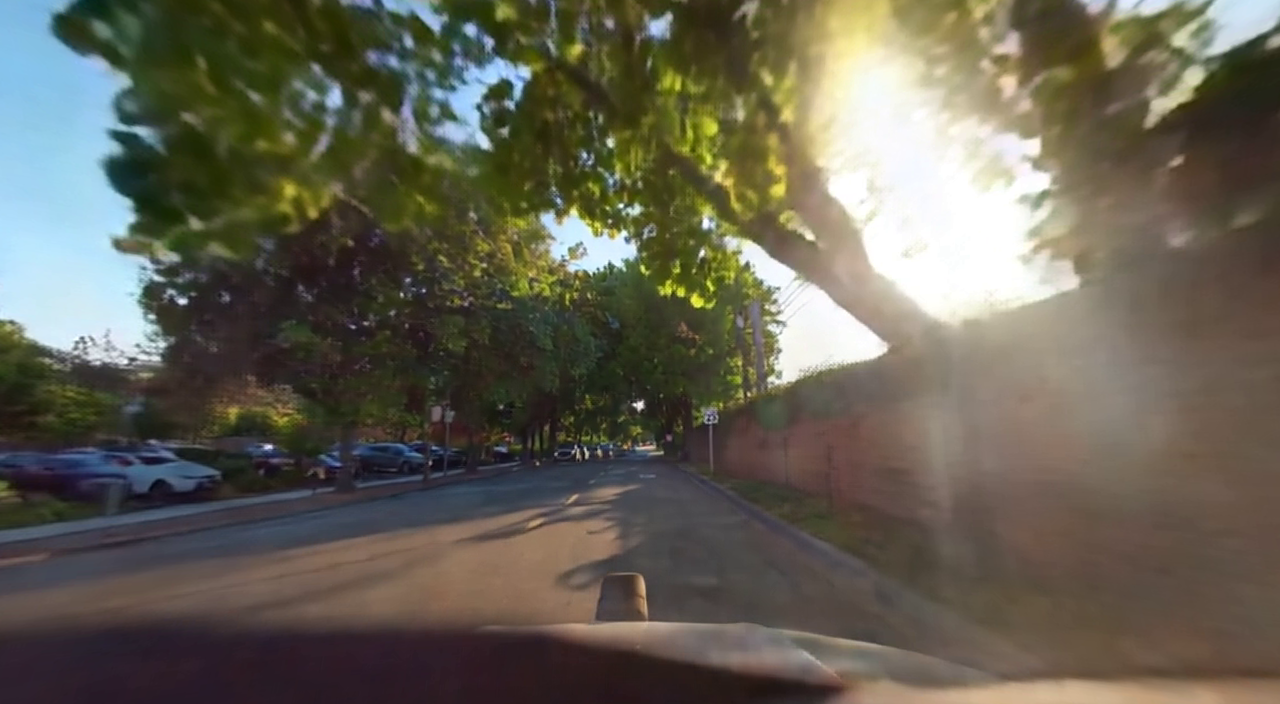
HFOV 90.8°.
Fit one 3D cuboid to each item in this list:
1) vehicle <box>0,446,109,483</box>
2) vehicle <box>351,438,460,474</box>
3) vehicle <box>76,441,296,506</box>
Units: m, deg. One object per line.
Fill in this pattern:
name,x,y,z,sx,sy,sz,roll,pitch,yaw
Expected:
vehicle,-26.879,4.960,28.071,4.736,1.516,1.937,0,-8,0
vehicle,-13.585,6.074,36.887,5.428,1.908,2.196,1,-8,-1
vehicle,-13.184,3.519,18.609,4.870,1.767,2.120,-1,-8,2
